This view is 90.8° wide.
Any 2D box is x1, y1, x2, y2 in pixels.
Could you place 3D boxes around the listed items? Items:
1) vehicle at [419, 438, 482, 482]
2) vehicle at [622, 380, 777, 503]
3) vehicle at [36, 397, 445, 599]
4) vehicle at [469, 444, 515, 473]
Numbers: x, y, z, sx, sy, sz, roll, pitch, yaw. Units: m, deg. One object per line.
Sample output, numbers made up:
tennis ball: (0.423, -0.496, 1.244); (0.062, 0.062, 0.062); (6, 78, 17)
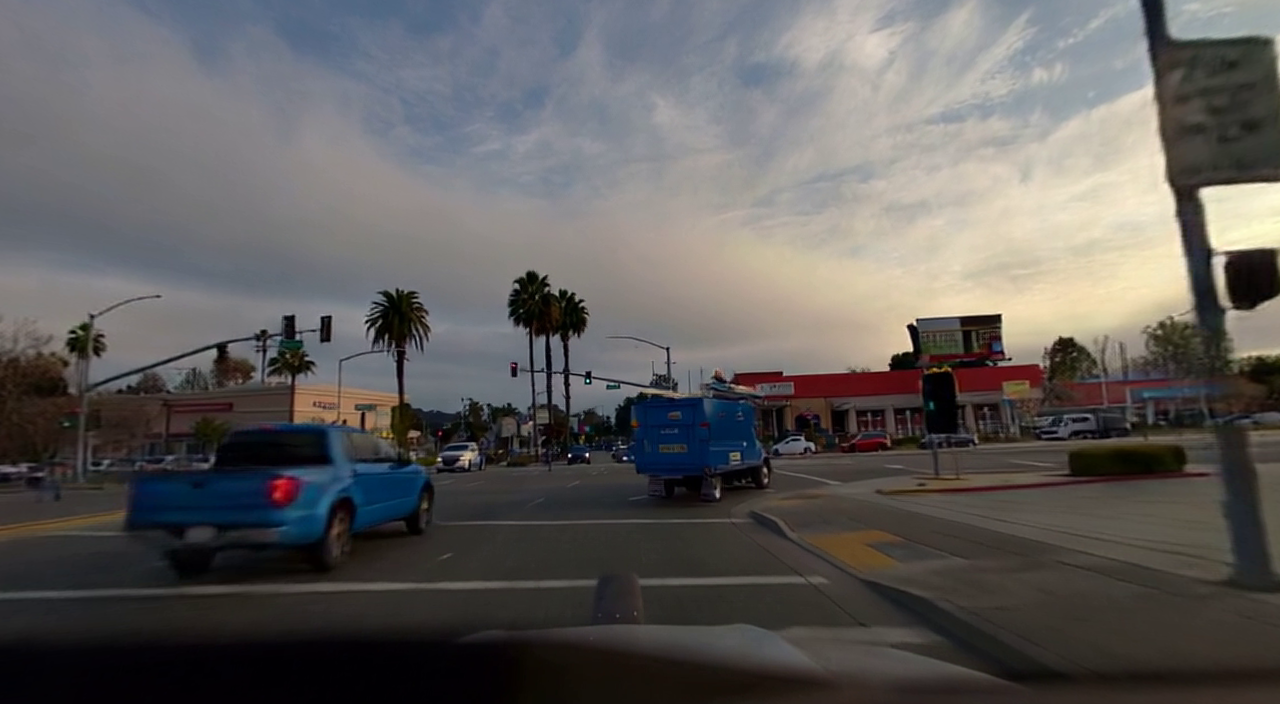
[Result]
vehicle: (-7.856, 4.485, 26.559); (1.997, 1.679, 4.263); (1, -9, -10)
vehicle: (1.986, 2.634, 18.571); (2.463, 2.954, 5.938); (-4, -9, 27)
vehicle: (-4.190, 1.607, 7.876); (2.102, 1.744, 4.630); (0, -8, -1)
vehicle: (-9.127, 6.577, 39.352); (1.961, 1.709, 5.052); (1, -8, -4)
